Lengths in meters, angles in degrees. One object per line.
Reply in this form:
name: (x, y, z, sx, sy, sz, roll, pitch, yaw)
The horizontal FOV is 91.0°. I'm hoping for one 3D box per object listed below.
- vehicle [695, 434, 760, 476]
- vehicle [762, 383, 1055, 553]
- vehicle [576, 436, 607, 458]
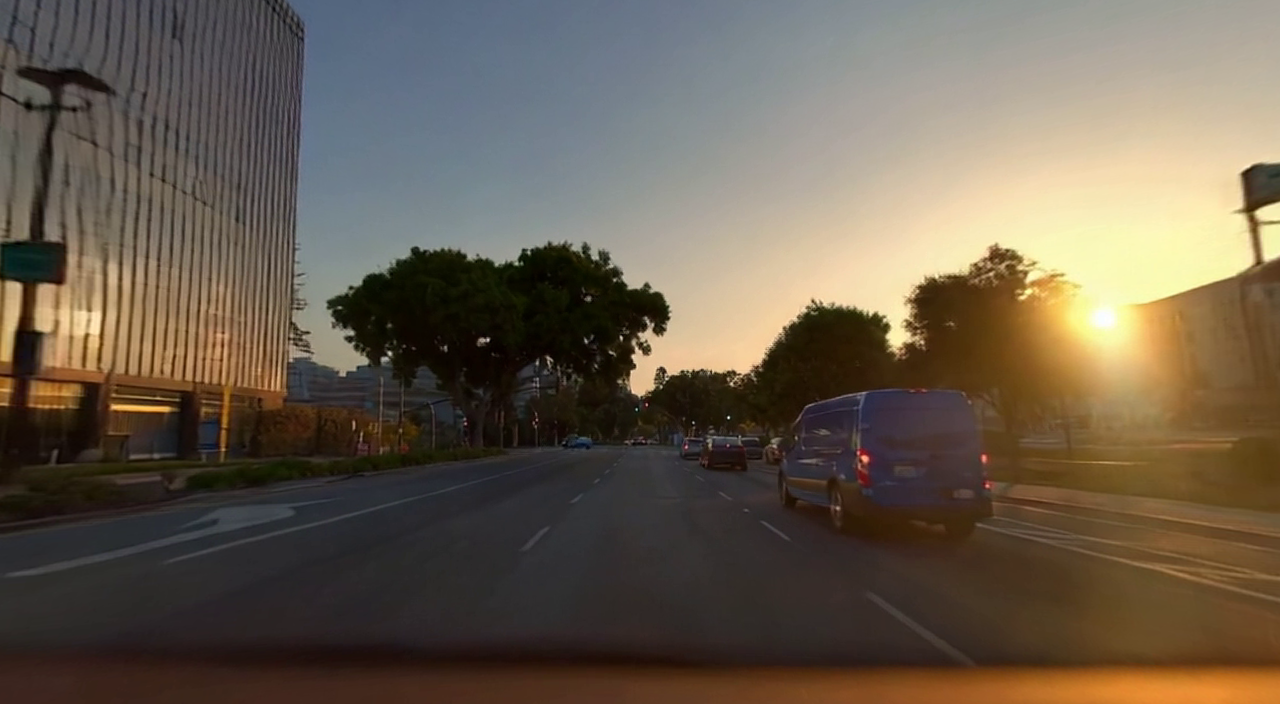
vehicle: (3.344, 4.028, 24.940, 1.867, 1.493, 4.190, 0, -8, -1)
vehicle: (3.545, 1.676, 9.773, 2.200, 1.914, 5.145, 0, -8, -1)
vehicle: (-3.428, 6.832, 45.279, 1.864, 1.464, 4.195, 0, -8, 1)
